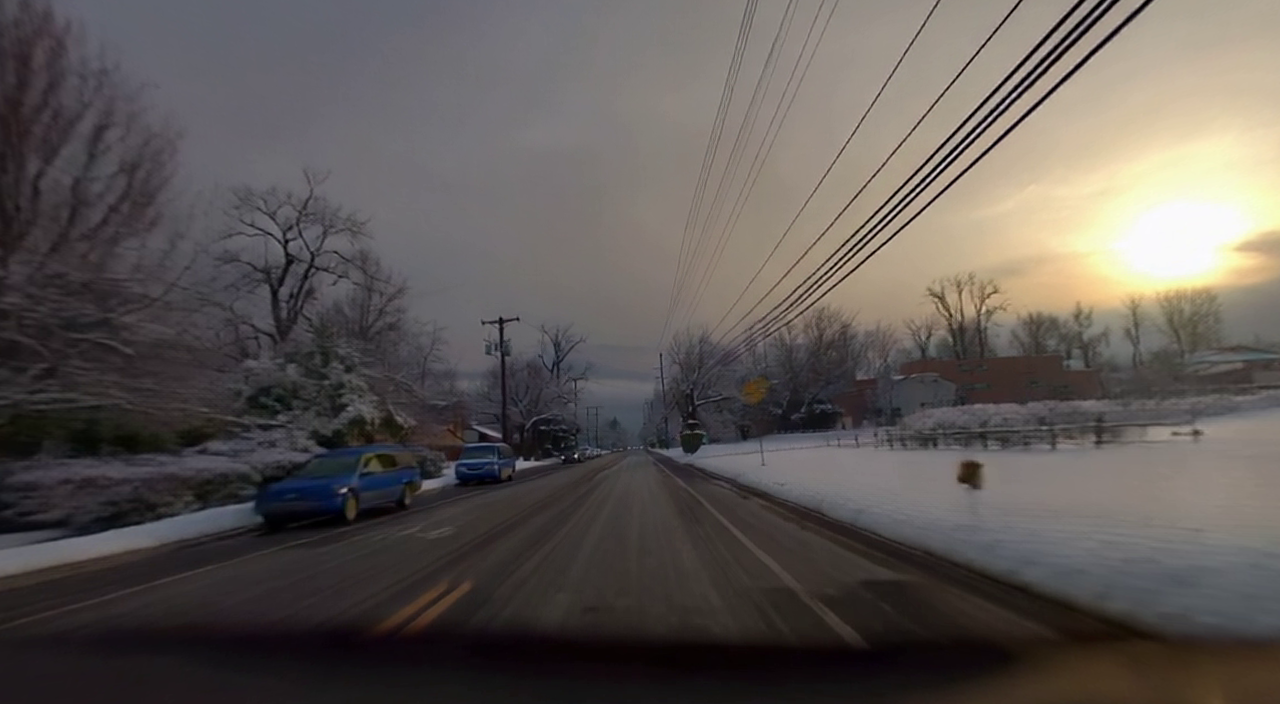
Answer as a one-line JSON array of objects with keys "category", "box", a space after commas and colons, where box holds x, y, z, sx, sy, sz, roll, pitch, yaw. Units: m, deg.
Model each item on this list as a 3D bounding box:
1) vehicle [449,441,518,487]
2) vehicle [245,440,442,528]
[{"category": "vehicle", "box": [-6.711, 4.831, 27.557, 1.923, 1.687, 4.511, -4, -9, -1]}, {"category": "vehicle", "box": [-6.469, 2.923, 14.562, 2.129, 1.556, 4.778, -4, -9, 2]}]
